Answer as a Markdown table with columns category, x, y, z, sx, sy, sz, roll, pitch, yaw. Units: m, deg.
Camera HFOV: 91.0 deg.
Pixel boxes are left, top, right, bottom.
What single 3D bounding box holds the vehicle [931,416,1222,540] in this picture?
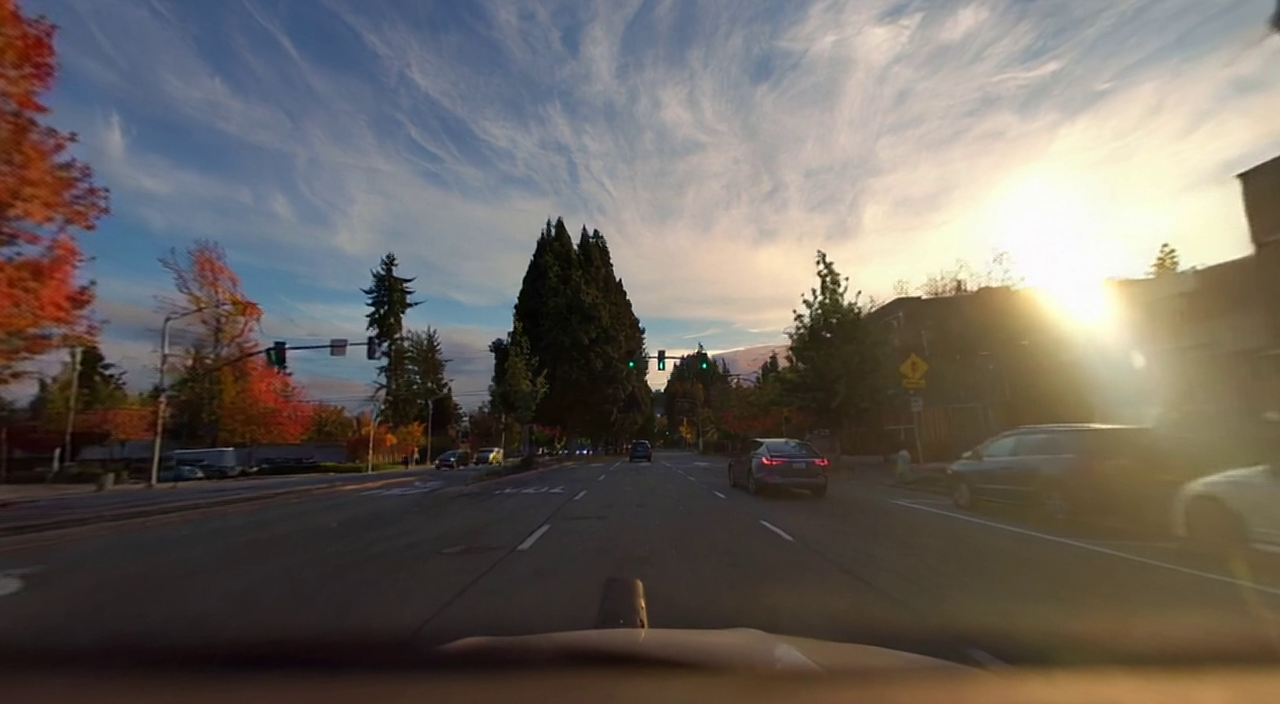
| category | x | y | z | sx | sy | sz | roll | pitch | yaw |
| --- | --- | --- | --- | --- | --- | --- | --- | --- | --- |
| vehicle | 7.150 | 2.098 | 11.071 | 1.934 | 1.723 | 4.414 | 0 | -9 | 0 |

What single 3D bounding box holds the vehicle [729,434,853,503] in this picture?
| category | x | y | z | sx | sy | sz | roll | pitch | yaw |
| --- | --- | --- | --- | --- | --- | --- | --- | --- | --- |
| vehicle | 3.736 | 2.984 | 16.488 | 2.178 | 1.546 | 4.311 | 0 | -9 | 0 |

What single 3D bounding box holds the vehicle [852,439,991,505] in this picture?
| category | x | y | z | sx | sy | sz | roll | pitch | yaw |
| --- | --- | --- | --- | --- | --- | --- | --- | --- | --- |
| vehicle | 7.198 | 3.083 | 16.590 | 1.852 | 1.494 | 3.850 | 0 | -9 | 0 |

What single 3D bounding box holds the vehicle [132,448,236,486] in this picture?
| category | x | y | z | sx | sy | sz | roll | pitch | yaw |
| --- | --- | --- | --- | --- | --- | --- | --- | --- | --- |
| vehicle | -35.136 | 8.859 | 48.627 | 5.947 | 2.769 | 2.763 | -1 | -9 | 6 |

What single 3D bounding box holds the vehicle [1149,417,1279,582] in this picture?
| category | x | y | z | sx | sy | sz | roll | pitch | yaw |
| --- | --- | --- | --- | --- | --- | --- | --- | --- | --- |
| vehicle | 7.192 | 1.358 | 5.604 | 1.876 | 1.598 | 4.171 | 0 | -9 | 2 |

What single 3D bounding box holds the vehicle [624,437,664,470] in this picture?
| category | x | y | z | sx | sy | sz | roll | pitch | yaw |
| --- | --- | --- | --- | --- | --- | --- | --- | --- | --- |
| vehicle | 0.204 | 6.188 | 38.580 | 2.239 | 1.856 | 4.815 | 0 | -9 | -1 |
